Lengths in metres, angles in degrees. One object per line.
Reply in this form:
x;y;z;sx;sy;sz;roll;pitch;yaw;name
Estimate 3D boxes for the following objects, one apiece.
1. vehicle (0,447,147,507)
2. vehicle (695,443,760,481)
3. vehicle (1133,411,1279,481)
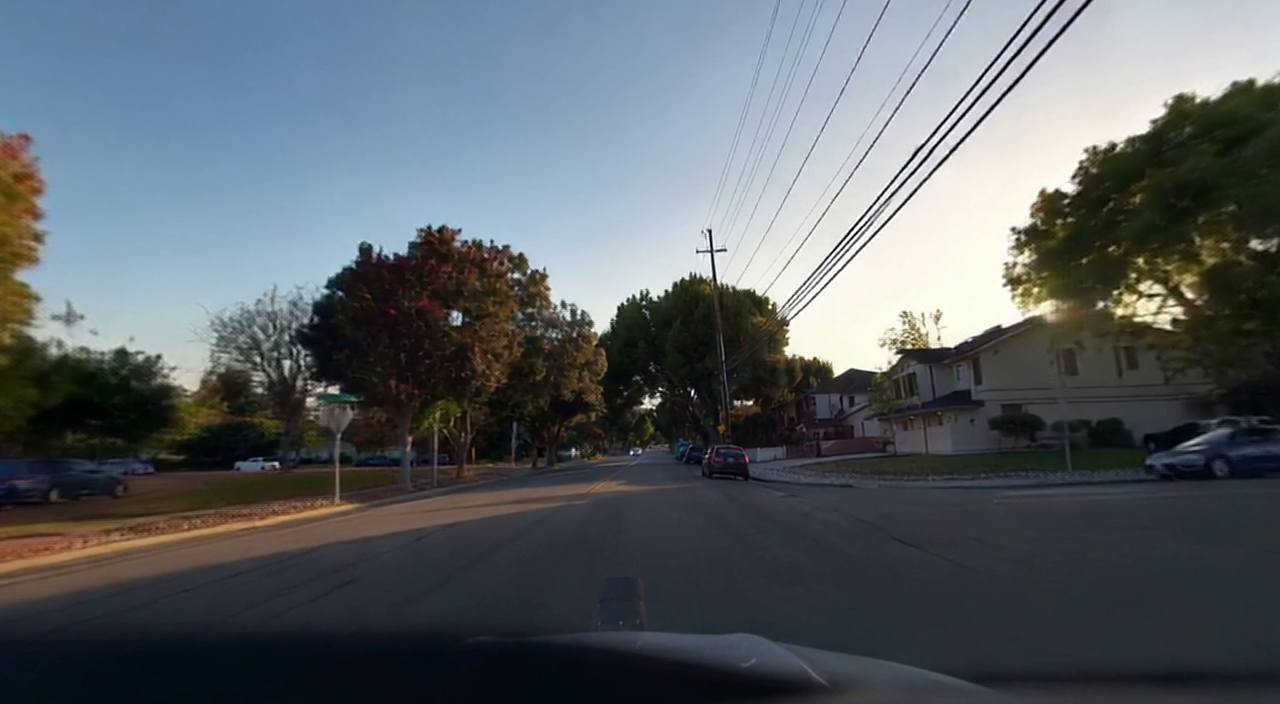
-18.719;3.881;19.947;4.620;1.739;2.040;5;-10;-30;vehicle
3.522;4.537;26.372;1.990;1.435;4.526;0;-8;-1;vehicle
15.777;2.443;16.539;4.058;1.697;1.943;0;-8;-1;vehicle
